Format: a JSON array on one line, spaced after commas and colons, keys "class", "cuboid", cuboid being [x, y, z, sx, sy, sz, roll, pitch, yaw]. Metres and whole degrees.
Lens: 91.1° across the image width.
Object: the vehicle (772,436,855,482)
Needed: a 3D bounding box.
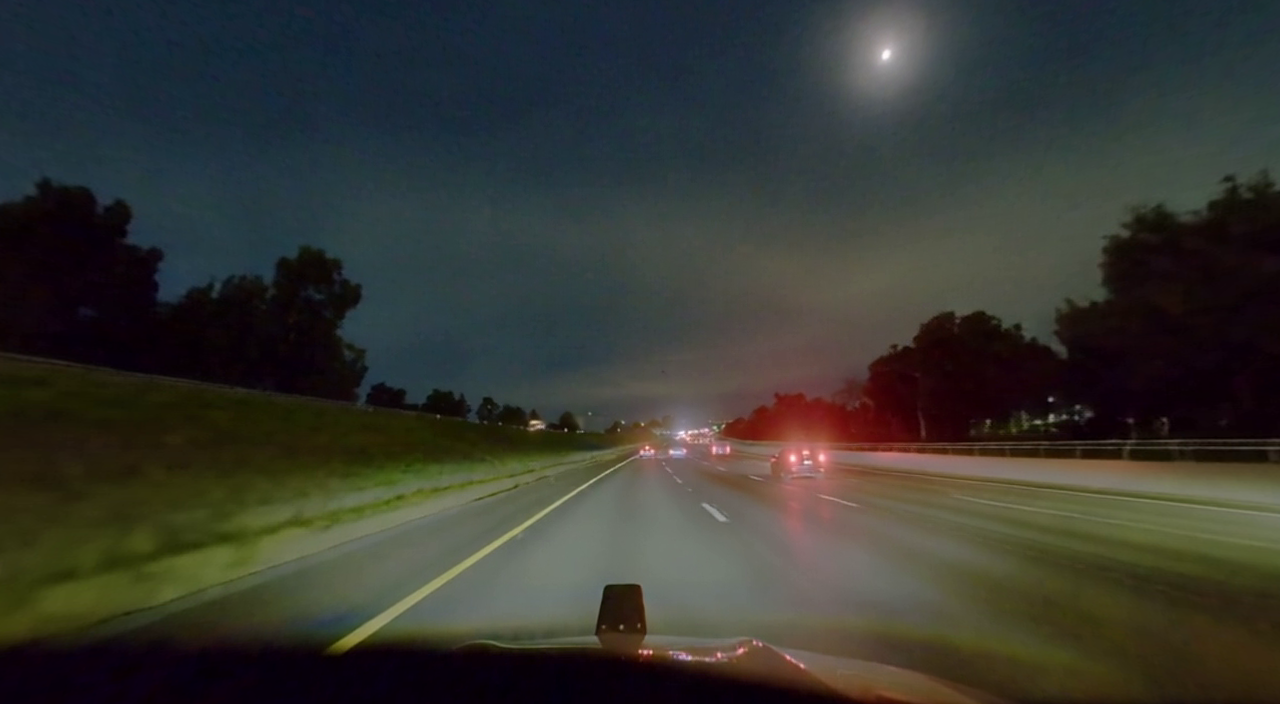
[{"class": "vehicle", "cuboid": [6.973, 4.358, 25.833, 2.048, 1.697, 4.689, 0, -8, 0]}]
